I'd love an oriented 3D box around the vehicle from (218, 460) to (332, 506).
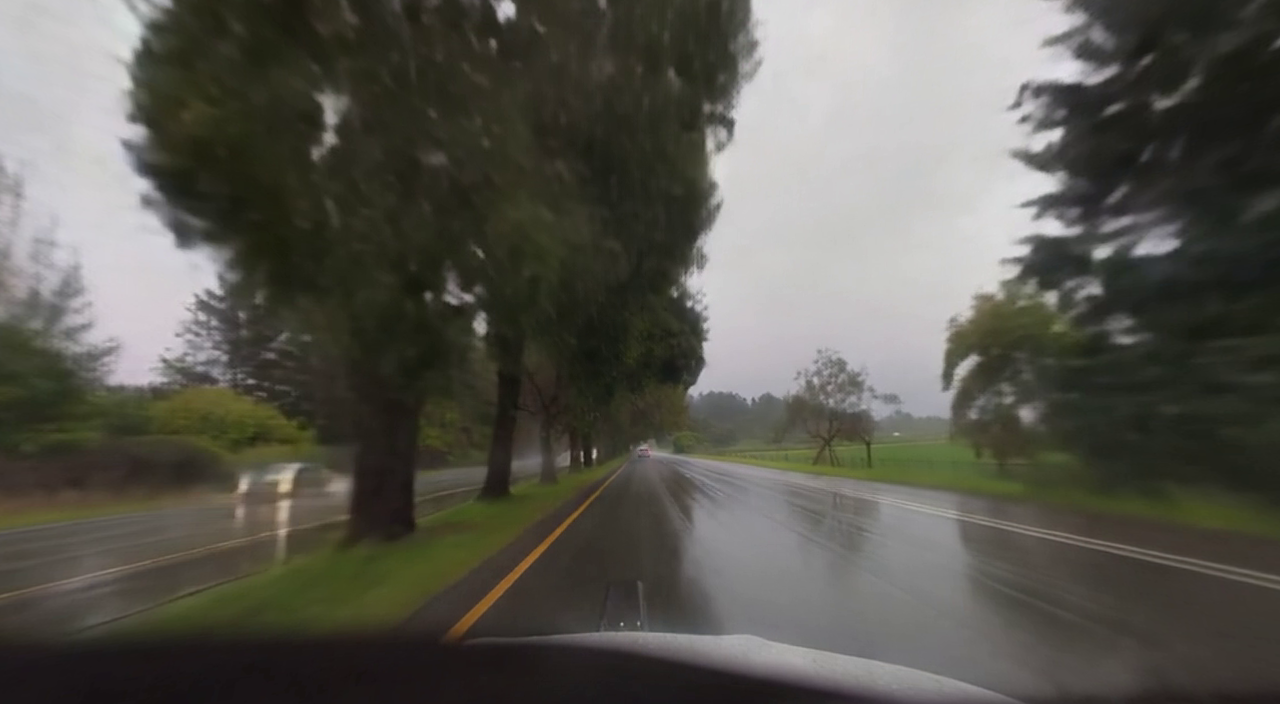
[{"bbox_3d":[-14.199,5.082,24.892,1.852,1.514,4.446,0,-9,0],"label":"vehicle"}]
